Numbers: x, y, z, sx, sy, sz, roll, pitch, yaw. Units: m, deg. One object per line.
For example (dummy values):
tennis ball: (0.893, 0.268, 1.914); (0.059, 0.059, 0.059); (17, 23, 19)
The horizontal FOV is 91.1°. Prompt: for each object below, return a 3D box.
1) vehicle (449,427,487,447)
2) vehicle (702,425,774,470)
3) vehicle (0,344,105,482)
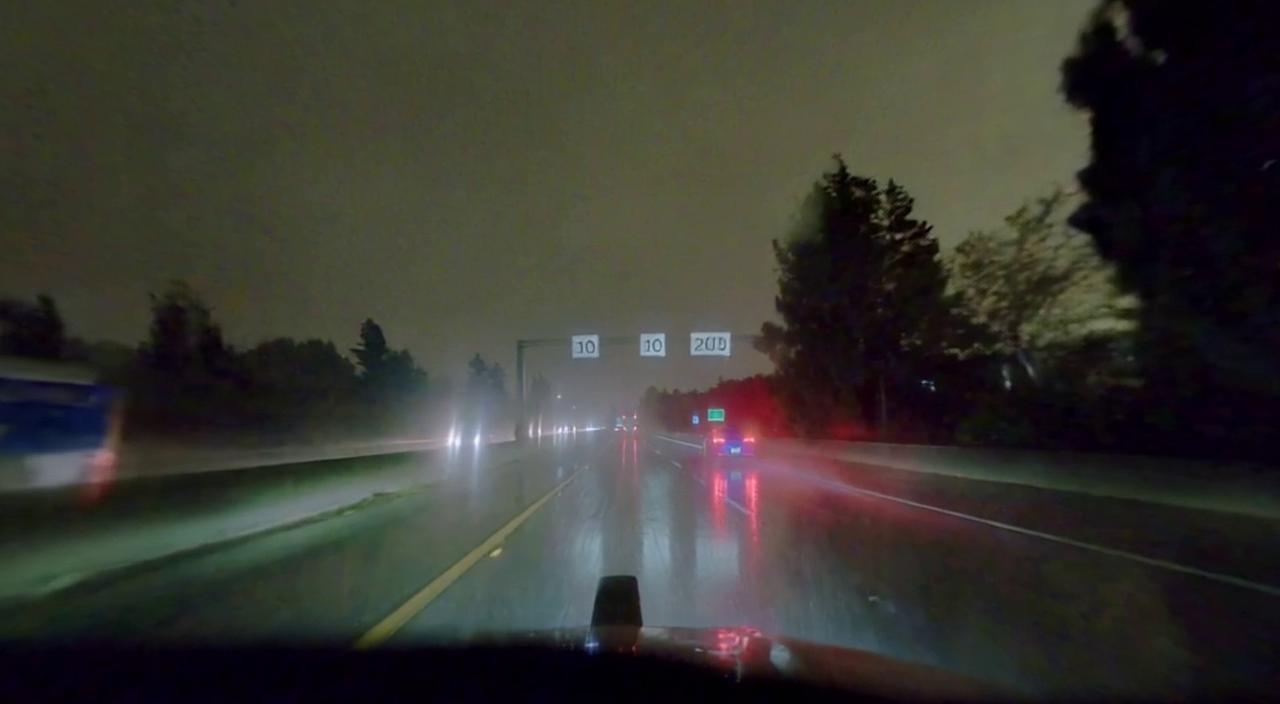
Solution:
vehicle: (-13.593, 6.733, 49.905); (1.862, 1.546, 4.126); (0, -8, 0)
vehicle: (3.688, 3.663, 24.348); (1.973, 1.563, 3.959); (1, -8, -3)
vehicle: (-20.308, 1.401, 15.527); (2.853, 4.045, 13.061); (0, -8, -1)
